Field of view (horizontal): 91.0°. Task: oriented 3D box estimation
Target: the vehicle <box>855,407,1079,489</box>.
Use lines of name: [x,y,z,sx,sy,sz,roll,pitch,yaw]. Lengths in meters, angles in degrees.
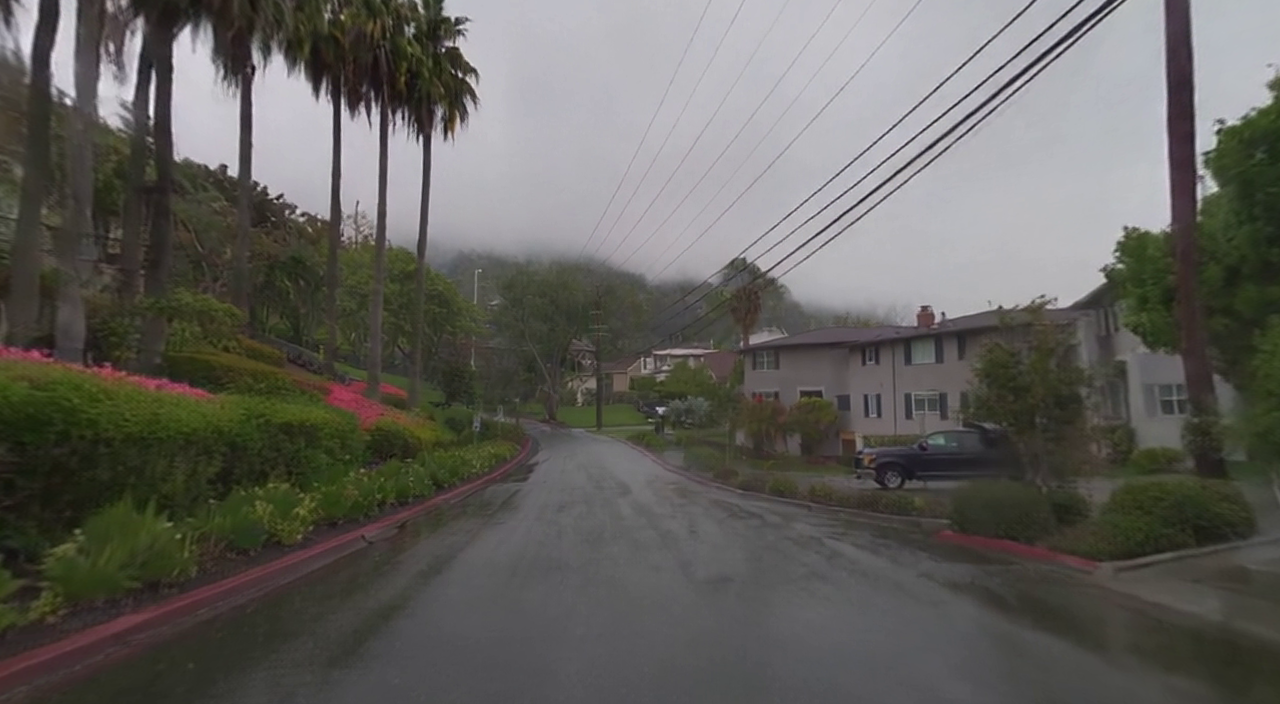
vehicle: [8.797,2.644,16.936,5.663,1.913,2.170,5,-10,-23]
